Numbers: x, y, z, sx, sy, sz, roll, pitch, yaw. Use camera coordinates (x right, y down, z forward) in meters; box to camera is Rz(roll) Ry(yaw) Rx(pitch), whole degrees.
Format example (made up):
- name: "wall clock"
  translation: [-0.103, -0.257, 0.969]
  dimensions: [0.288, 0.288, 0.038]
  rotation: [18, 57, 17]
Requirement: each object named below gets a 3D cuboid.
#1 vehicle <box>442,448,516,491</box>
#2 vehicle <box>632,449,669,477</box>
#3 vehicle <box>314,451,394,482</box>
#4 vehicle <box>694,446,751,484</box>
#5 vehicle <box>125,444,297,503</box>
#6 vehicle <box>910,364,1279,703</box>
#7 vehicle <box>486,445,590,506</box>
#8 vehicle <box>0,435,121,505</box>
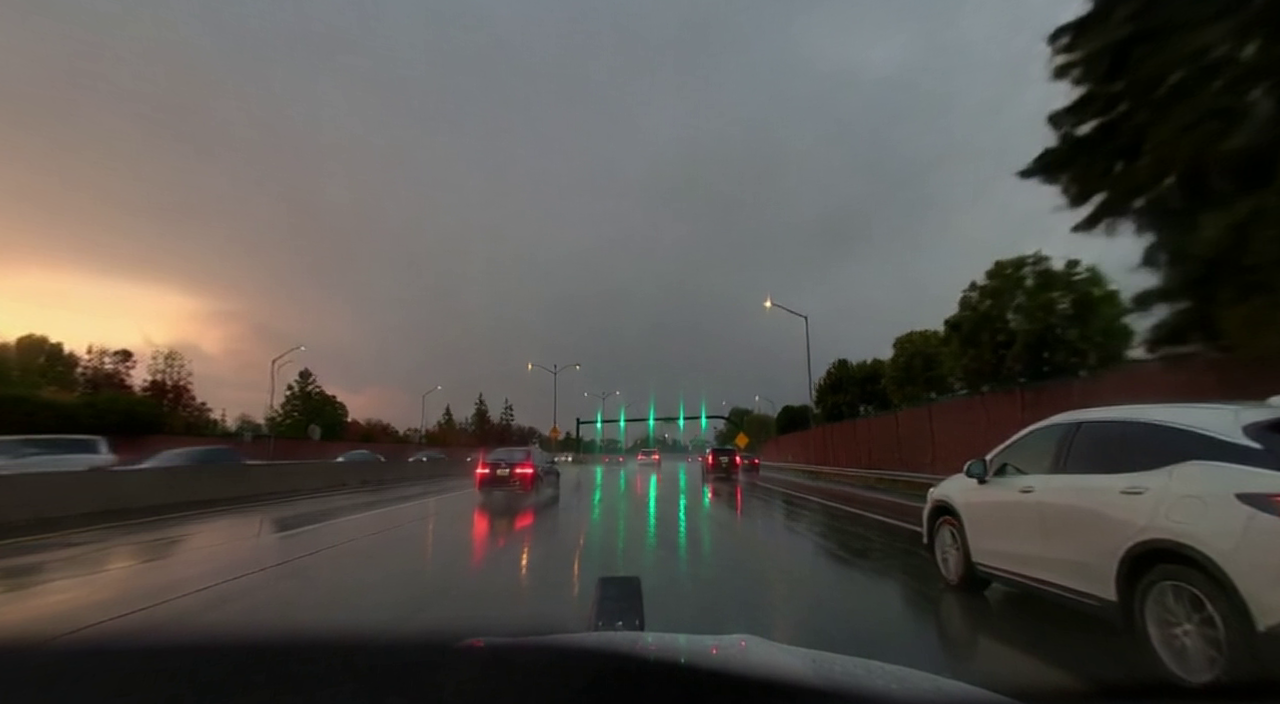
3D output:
- name: "vehicle"
  translation: [-6.093, 4.466, 24.292]
  dimensions: [1.835, 1.504, 3.612]
  rotation: [0, -9, 1]
- name: "vehicle"
  translation: [0.778, 7.487, 42.810]
  dimensions: [2.408, 1.748, 4.217]
  rotation: [0, -9, 3]
- name: "vehicle"
  translation: [-14.563, 5.832, 32.467]
  dimensions: [1.854, 1.449, 4.476]
  rotation: [-1, -9, 3]
- name: "vehicle"
  translation: [4.055, 5.645, 31.876]
  dimensions: [2.320, 1.735, 4.408]
  rotation: [0, -9, 1]
- name: "vehicle"
  translation: [-12.212, 3.458, 18.438]
  dimensions: [1.803, 1.478, 4.435]
  rotation: [0, -9, 2]
- name: "vehicle"
  translation: [3.765, 1.124, 4.025]
  dimensions: [2.029, 1.716, 4.545]
  rotation: [0, -9, 0]
- name: "vehicle"
  translation: [-2.768, 3.497, 18.393]
  dimensions: [2.130, 1.514, 4.766]
  rotation: [0, -9, 2]
- name: "vehicle"
  translation: [-15.921, 2.898, 15.709]
  dimensions: [2.032, 1.616, 4.579]
  rotation: [0, -9, 1]
